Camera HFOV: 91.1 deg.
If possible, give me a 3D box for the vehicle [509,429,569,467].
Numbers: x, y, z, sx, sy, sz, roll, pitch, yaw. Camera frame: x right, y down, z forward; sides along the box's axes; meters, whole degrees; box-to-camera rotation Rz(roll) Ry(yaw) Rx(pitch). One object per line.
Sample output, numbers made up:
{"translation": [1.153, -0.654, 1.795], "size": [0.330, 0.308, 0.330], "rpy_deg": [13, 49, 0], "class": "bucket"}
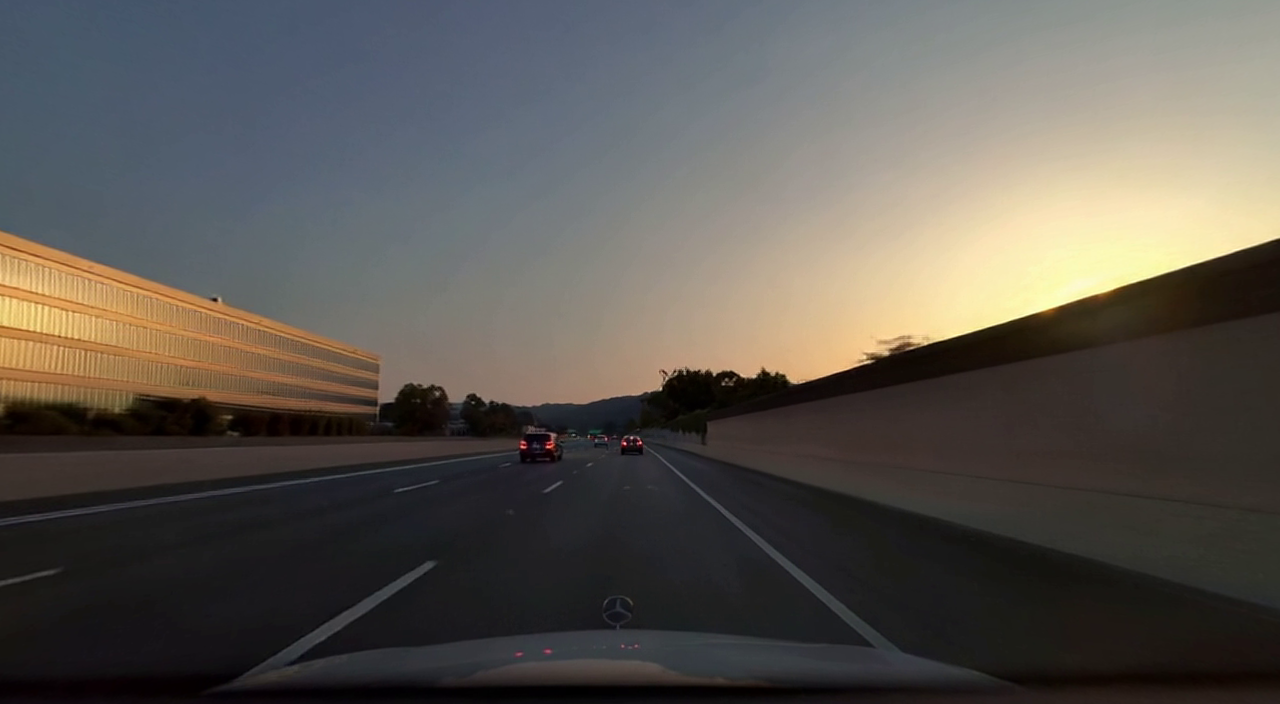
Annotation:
{"translation": [-4.572, 4.415, 29.111], "size": [2.036, 1.612, 4.510], "rpy_deg": [0, -8, 0], "class": "vehicle"}
